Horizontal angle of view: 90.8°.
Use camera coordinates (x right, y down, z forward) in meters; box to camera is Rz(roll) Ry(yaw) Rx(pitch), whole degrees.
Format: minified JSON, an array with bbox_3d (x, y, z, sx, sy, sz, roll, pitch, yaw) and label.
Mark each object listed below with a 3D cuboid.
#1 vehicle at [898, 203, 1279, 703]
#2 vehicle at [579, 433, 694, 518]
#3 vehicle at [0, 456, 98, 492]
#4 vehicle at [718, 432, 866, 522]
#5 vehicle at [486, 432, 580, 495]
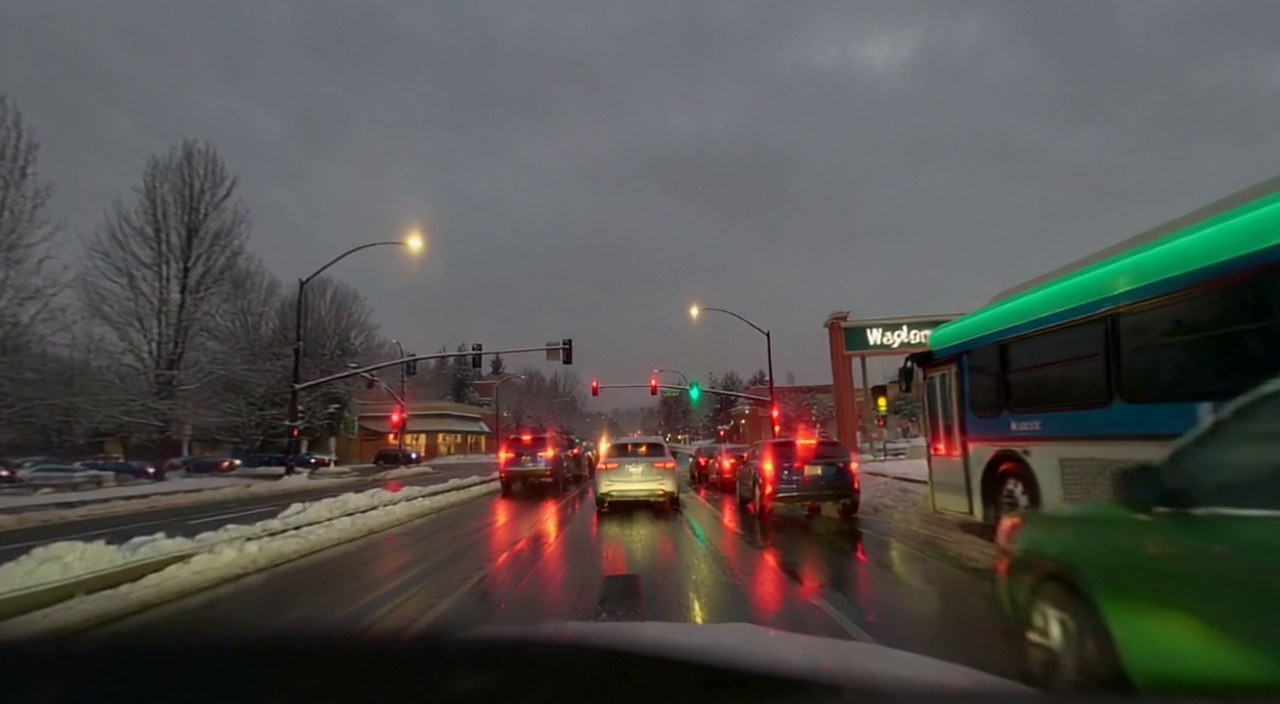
[{"bbox_3d":[3.030,0.488,1.228,2.490,1.951,5.931,0,-9,-1],"label":"vehicle"},{"bbox_3d":[-0.076,2.534,13.398,2.071,1.525,3.723,0,-9,0],"label":"vehicle"},{"bbox_3d":[-28.110,5.580,29.029,4.425,1.545,1.894,4,-10,-27],"label":"vehicle"},{"bbox_3d":[2.864,2.451,12.966,1.922,1.508,4.330,0,-9,0],"label":"vehicle"},{"bbox_3d":[-3.148,3.399,19.606,2.180,1.708,4.397,0,-9,0],"label":"vehicle"}]
